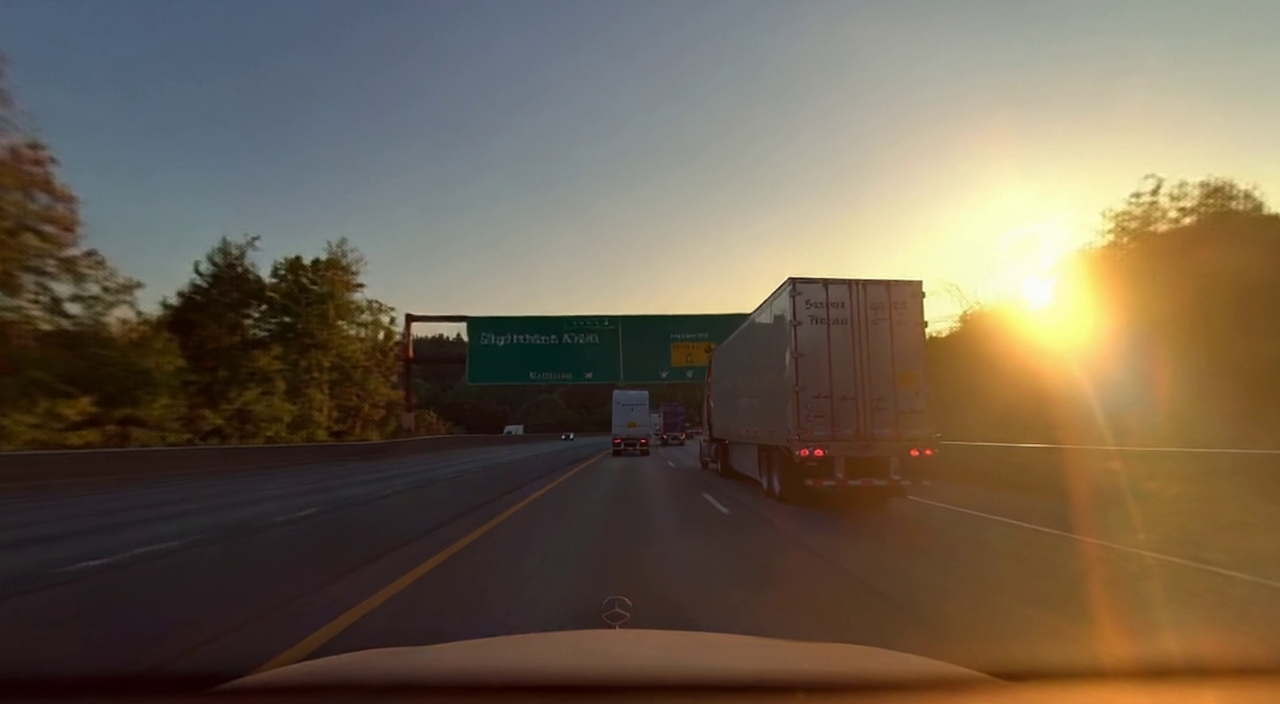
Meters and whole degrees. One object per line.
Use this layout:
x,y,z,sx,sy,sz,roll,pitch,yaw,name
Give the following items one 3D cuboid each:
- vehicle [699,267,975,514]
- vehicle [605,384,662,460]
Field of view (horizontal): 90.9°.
3.949,1.568,17.794,2.856,4.145,14.500,0,-8,-1,vehicle
-0.385,4.322,37.936,2.958,3.917,10.196,0,-8,-1,vehicle
